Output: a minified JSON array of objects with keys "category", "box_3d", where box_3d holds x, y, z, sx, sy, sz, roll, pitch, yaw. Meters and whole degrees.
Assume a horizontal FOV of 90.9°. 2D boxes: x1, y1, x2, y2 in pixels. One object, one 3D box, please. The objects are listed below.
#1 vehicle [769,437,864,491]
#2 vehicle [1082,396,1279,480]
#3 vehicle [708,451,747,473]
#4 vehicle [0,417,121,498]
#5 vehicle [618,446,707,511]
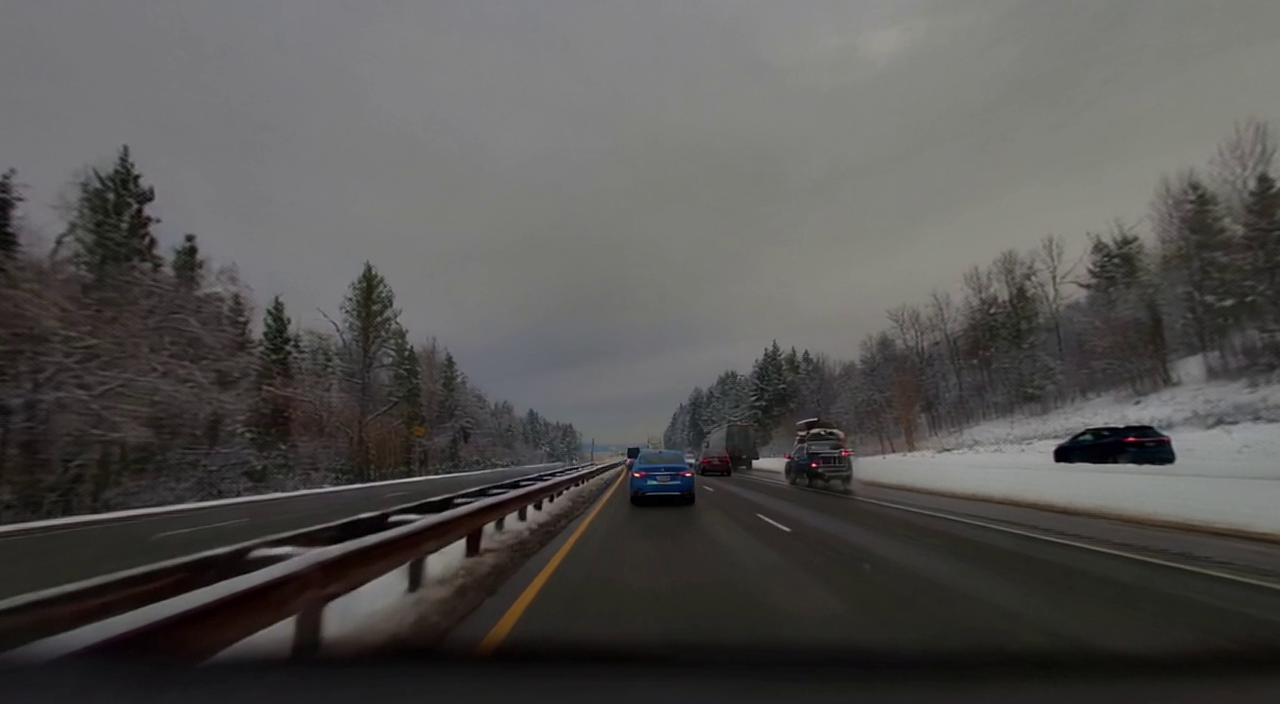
[{"category":"vehicle","box_3d":[6.539,4.219,23.947,2.177,1.827,4.565,0,-9,-1]},{"category":"vehicle","box_3d":[31.780,4.887,35.070,2.822,3.996,14.073,1,-9,-6]},{"category":"vehicle","box_3d":[6.083,7.699,44.277,2.015,1.454,4.324,0,-9,-2]},{"category":"vehicle","box_3d":[-33.300,5.813,34.583,2.902,3.981,7.819,-3,-8,0]},{"category":"vehicle","box_3d":[0.503,3.253,16.603,2.076,1.485,3.774,0,-9,0]}]
